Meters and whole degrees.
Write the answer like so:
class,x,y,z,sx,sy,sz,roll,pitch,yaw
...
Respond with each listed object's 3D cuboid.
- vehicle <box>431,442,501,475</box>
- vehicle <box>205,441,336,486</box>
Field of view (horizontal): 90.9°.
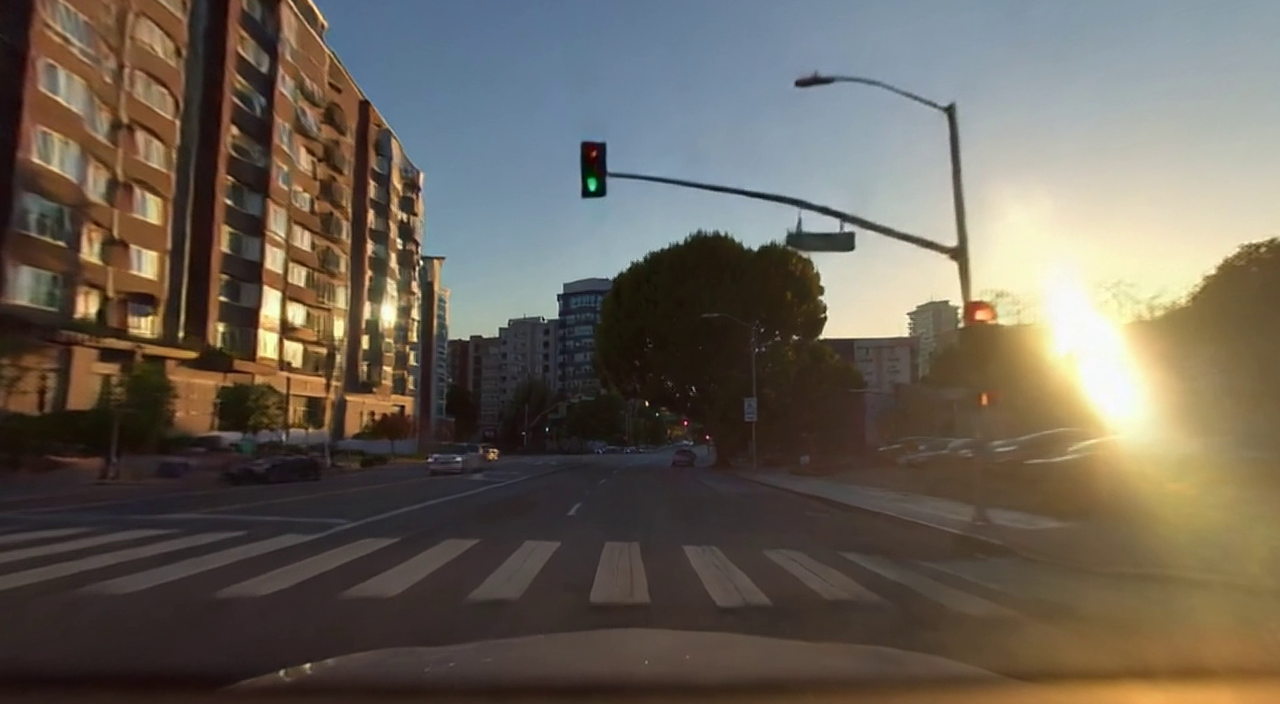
class,x,y,z,sx,sy,sz,roll,pitch,yaw
vehicle,-8.644,5.334,31.816,1.939,1.482,4.673,0,-9,4
vehicle,-13.335,4.035,23.107,1.965,1.474,4.376,0,-9,3
